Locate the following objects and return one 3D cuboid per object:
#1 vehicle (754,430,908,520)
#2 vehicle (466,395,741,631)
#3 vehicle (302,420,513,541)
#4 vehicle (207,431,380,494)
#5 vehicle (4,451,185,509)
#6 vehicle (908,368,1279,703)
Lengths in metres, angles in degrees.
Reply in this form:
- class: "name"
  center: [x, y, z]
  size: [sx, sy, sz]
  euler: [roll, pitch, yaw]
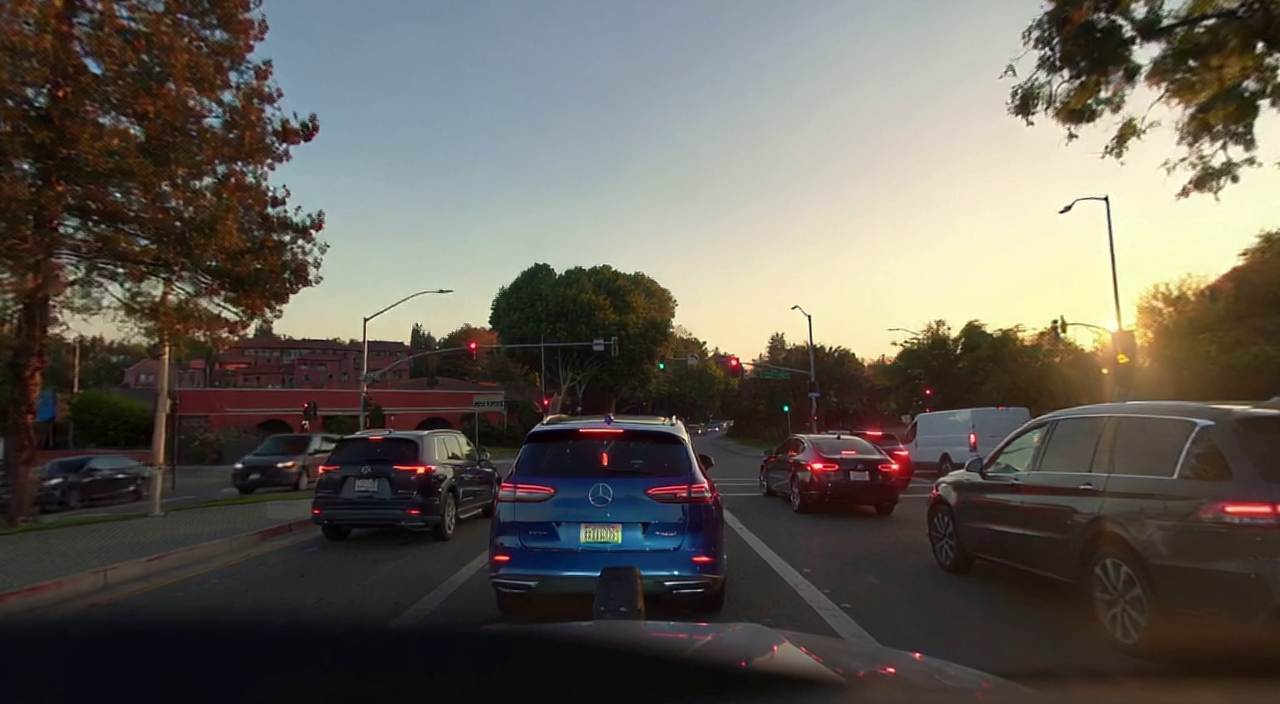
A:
- class: "vehicle"
  center: [3.683, 2.430, 12.971]
  size: [1.847, 1.554, 3.885]
  euler: [0, -8, -2]
- class: "vehicle"
  center: [-0.149, 1.473, 6.734]
  size: [2.022, 1.700, 4.084]
  euler: [0, -8, 4]
- class: "vehicle"
  center: [-3.754, 2.154, 11.195]
  size: [2.012, 1.701, 4.316]
  euler: [0, -8, 1]
- class: "vehicle"
  center: [-12.016, 3.878, 22.693]
  size: [2.276, 1.926, 6.686]
  euler: [0, -8, 2]
- class: "vehicle"
  center: [-15.768, 3.670, 18.560]
  size: [1.774, 1.468, 3.863]
  euler: [0, -8, 1]
- class: "vehicle"
  center: [4.164, 1.271, 5.386]
  size: [2.014, 1.740, 4.515]
  euler: [-1, -8, 4]
